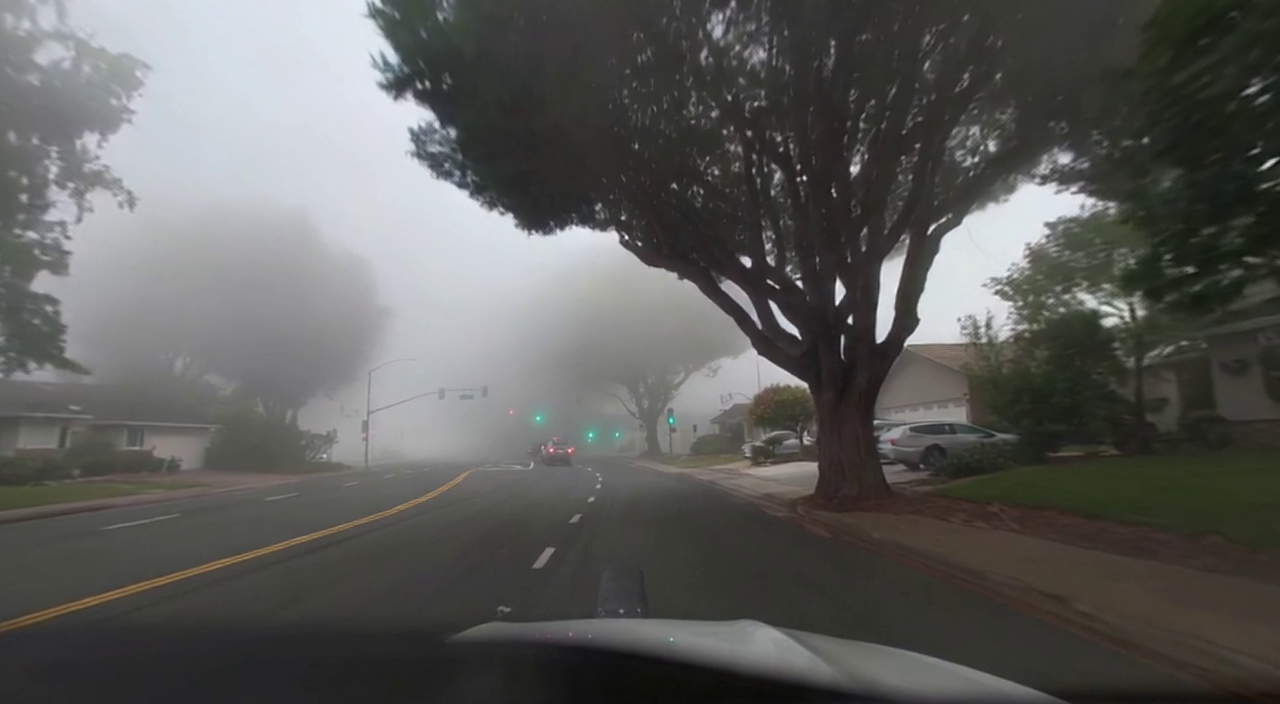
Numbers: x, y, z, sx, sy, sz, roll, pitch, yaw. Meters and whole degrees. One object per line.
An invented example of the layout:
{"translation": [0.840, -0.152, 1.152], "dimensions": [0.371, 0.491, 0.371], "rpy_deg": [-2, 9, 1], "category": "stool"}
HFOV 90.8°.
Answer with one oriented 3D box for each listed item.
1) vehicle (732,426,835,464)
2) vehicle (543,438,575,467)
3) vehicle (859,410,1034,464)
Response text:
{"translation": [7.291, 4.760, 32.394], "dimensions": [4.663, 1.618, 1.962], "rpy_deg": [-2, -8, -7], "category": "vehicle"}
{"translation": [-5.537, 6.789, 42.913], "dimensions": [2.041, 1.834, 4.679], "rpy_deg": [1, -9, -8], "category": "vehicle"}
{"translation": [9.694, 2.739, 20.238], "dimensions": [4.590, 1.648, 1.876], "rpy_deg": [0, -9, -3], "category": "vehicle"}
